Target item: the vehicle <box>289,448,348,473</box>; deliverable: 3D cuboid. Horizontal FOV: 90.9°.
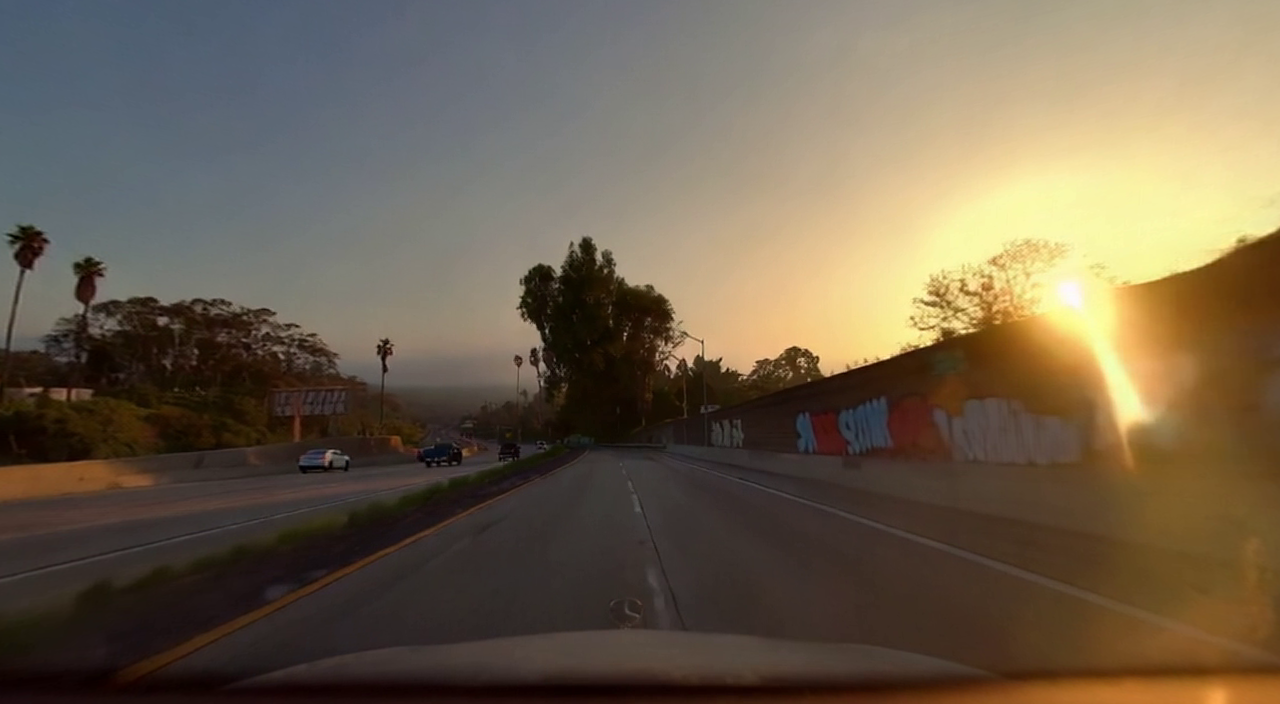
[{"bbox_3d":[-25.108,8.465,49.490,2.158,1.795,5.013,0,-8,-2],"label":"vehicle"}]
